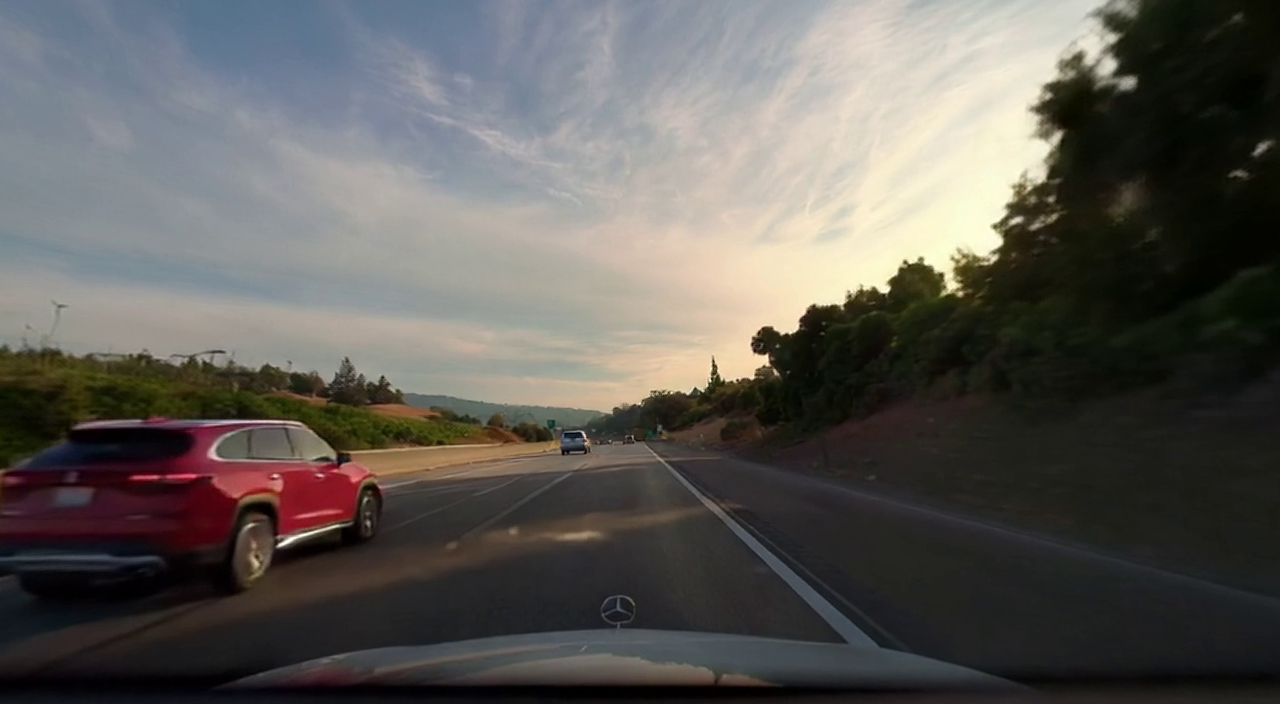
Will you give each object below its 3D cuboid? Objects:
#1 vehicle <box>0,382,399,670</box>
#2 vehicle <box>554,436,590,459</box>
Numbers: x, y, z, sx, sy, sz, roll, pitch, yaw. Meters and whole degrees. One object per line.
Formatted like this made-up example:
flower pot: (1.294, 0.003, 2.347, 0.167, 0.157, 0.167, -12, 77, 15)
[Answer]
vehicle: (-4.194, 1.303, 5.961, 2.070, 1.647, 4.577, 0, -8, -1)
vehicle: (-4.672, 6.599, 43.794, 2.063, 1.496, 4.225, 0, -8, -1)
